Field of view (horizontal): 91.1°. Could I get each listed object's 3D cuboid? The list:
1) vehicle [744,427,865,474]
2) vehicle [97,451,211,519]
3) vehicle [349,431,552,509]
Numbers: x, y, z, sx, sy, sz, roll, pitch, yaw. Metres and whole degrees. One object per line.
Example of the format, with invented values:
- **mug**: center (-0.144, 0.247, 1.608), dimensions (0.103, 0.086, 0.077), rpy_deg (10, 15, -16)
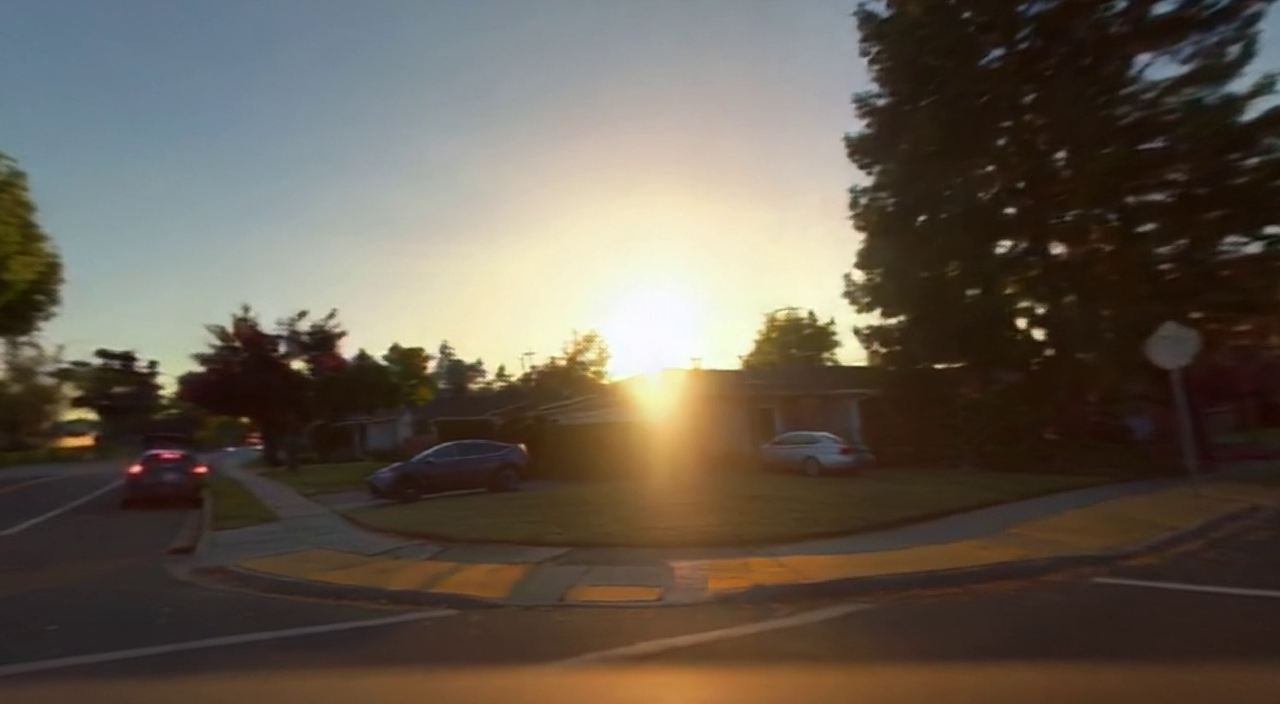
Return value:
- **vehicle**: center (5.694, 3.369, 21.628), dimensions (3.896, 1.447, 1.919), rpy_deg (6, -9, -34)
- **vehicle**: center (-14.042, 3.755, 18.325), dimensions (2.242, 1.661, 4.273), rpy_deg (6, -10, -35)
- **vehicle**: center (-4.796, 2.920, 16.127), dimensions (4.595, 1.620, 1.984), rpy_deg (3, -9, -33)
